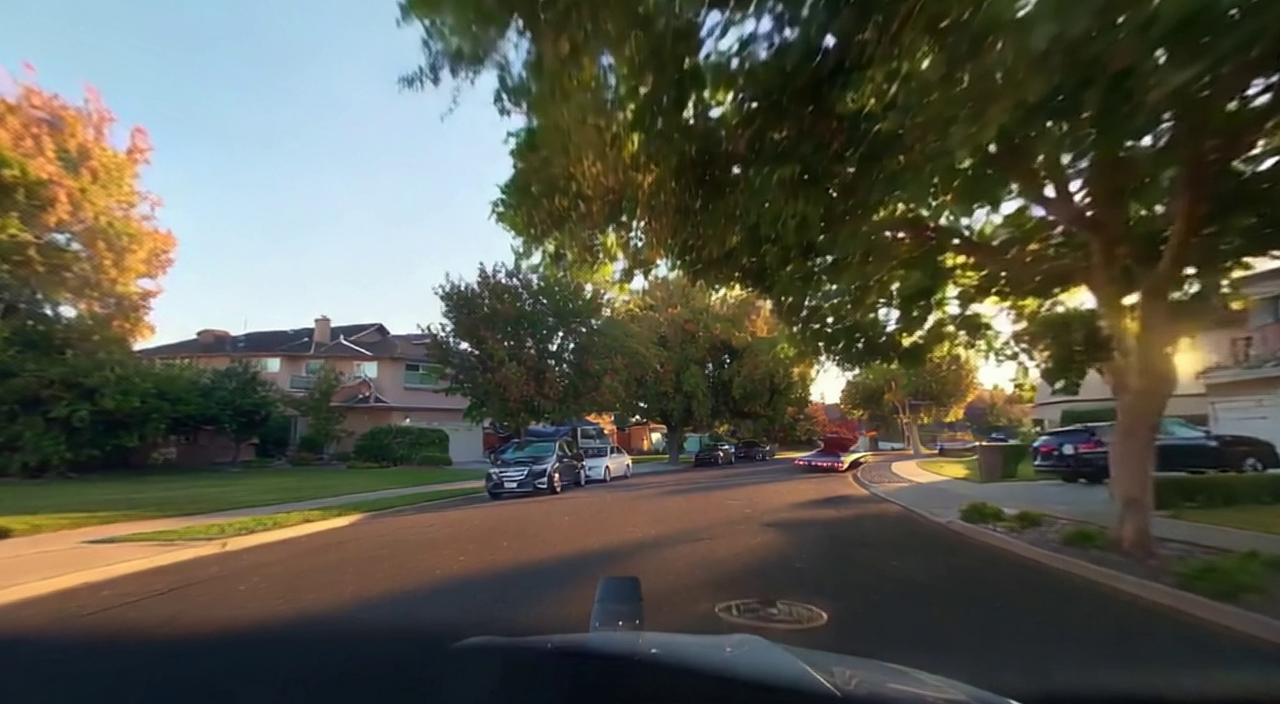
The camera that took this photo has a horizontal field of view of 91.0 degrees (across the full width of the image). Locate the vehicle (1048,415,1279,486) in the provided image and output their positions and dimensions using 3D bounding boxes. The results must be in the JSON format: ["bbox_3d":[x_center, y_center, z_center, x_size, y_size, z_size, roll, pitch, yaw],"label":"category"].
[{"bbox_3d":[14.403,2.704,17.304,4.789,1.771,2.092,-2,-9,9],"label":"vehicle"}]

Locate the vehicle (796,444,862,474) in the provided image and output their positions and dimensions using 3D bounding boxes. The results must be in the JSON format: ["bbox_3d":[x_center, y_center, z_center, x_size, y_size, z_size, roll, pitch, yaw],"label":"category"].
[{"bbox_3d":[10.993,6.077,36.163,2.804,1.336,6.700,-3,-7,24],"label":"vehicle"}]

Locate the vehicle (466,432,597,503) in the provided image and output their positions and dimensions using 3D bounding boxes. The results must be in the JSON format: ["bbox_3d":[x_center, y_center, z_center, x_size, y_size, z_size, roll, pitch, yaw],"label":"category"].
[{"bbox_3d":[-3.073,3.387,19.239,2.274,1.784,5.090,-1,-7,11],"label":"vehicle"}]

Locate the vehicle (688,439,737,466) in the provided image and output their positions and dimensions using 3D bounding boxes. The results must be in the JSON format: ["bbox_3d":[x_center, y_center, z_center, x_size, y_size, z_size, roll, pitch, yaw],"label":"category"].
[{"bbox_3d":[5.106,7.008,43.839,2.052,1.745,4.737,-4,-9,23],"label":"vehicle"}]
